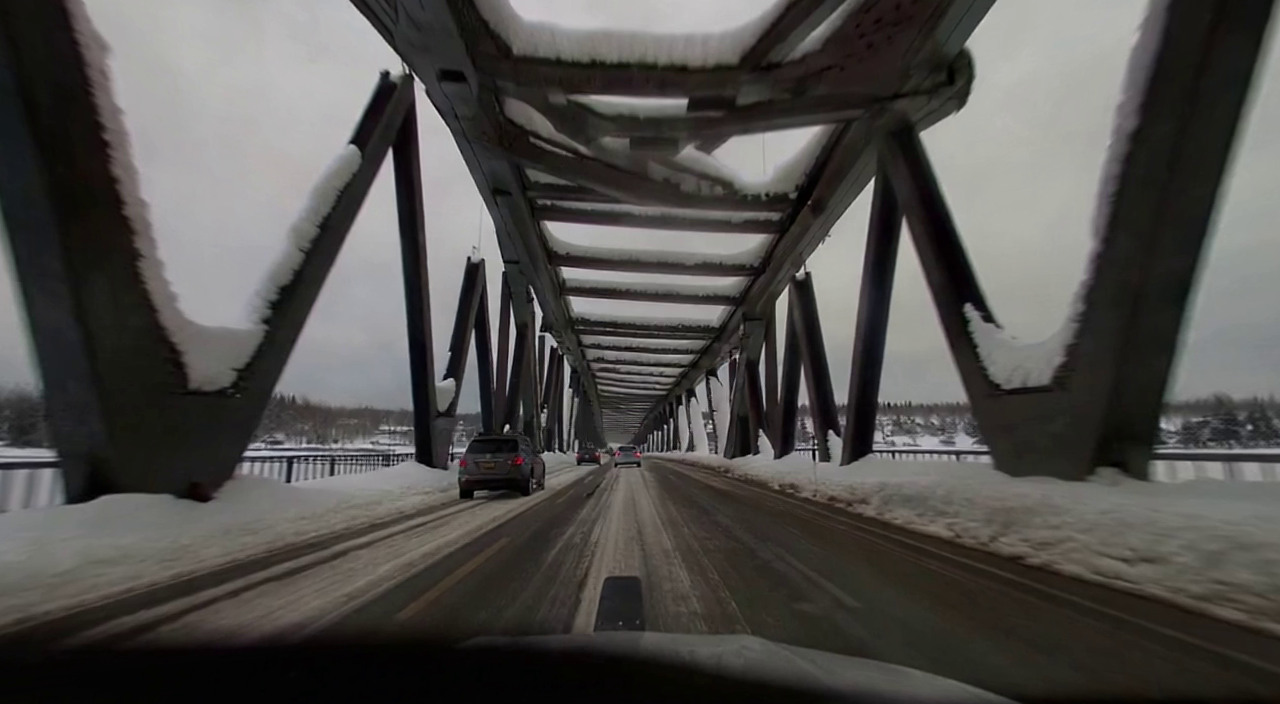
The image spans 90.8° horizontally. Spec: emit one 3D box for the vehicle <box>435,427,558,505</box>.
[{"bbox_3d":[-3.709,3.059,17.390,2.190,1.807,4.741,-1,-9,1],"label":"vehicle"}]

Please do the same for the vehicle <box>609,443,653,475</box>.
[{"bbox_3d":[-0.470,5.285,31.398,2.048,1.450,3.973,0,-9,-1],"label":"vehicle"}]
